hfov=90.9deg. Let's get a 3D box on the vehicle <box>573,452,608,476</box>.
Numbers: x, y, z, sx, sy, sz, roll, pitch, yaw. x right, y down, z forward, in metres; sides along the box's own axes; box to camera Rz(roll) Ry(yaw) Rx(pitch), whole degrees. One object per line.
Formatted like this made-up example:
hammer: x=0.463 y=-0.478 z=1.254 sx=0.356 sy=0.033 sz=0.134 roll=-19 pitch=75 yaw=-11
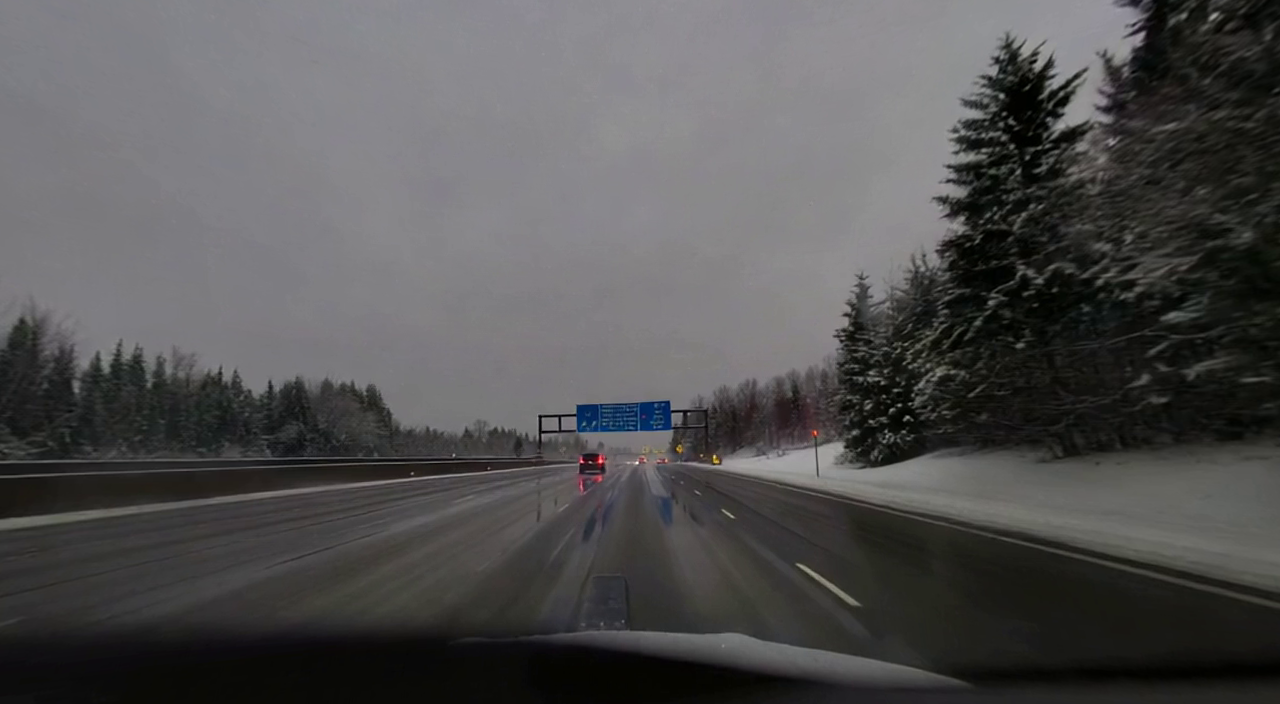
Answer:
vehicle: x=-3.320 y=7.612 z=42.888 sx=2.041 sy=1.512 sz=3.996 roll=0 pitch=-9 yaw=1
